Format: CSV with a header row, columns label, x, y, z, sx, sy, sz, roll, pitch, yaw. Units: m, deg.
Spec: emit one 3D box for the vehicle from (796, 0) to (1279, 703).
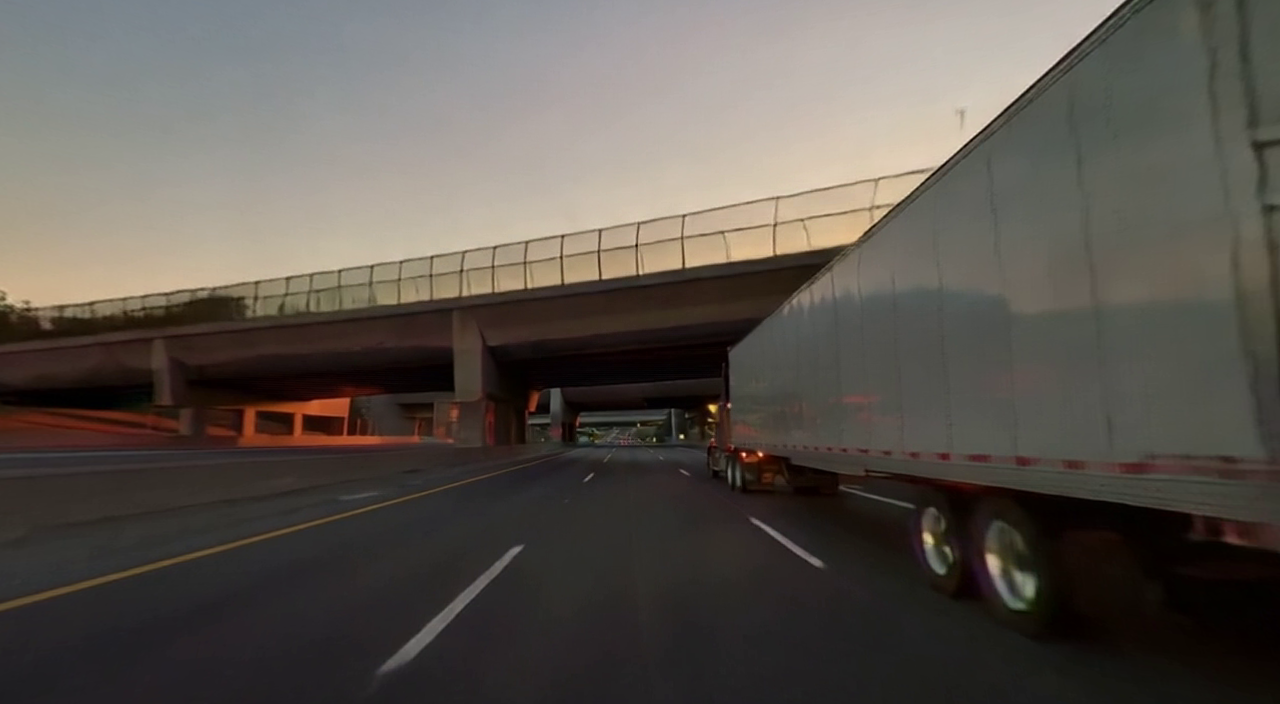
label,x,y,z,sx,sy,sz,roll,pitch,yaw
vehicle,4.301,0.198,6.628,2.880,3.986,9.103,0,-8,0
